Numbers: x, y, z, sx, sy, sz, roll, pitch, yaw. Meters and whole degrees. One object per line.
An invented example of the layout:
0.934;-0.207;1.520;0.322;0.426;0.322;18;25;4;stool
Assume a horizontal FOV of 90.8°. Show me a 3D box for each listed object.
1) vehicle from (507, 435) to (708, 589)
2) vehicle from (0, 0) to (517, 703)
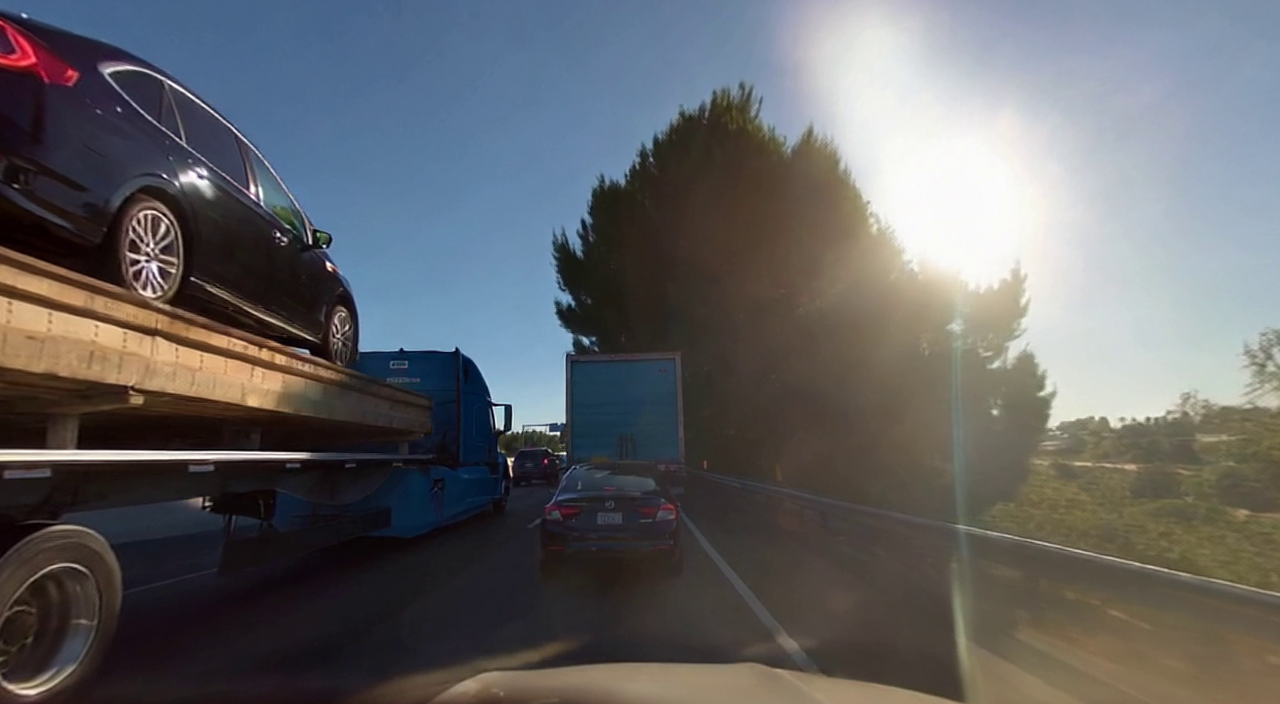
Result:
-0.343;1.856;8.030;1.991;1.507;3.391;0;-9;-1;vehicle
-4.610;0.754;9.217;2.836;4.059;14.286;0;-9;0;vehicle
